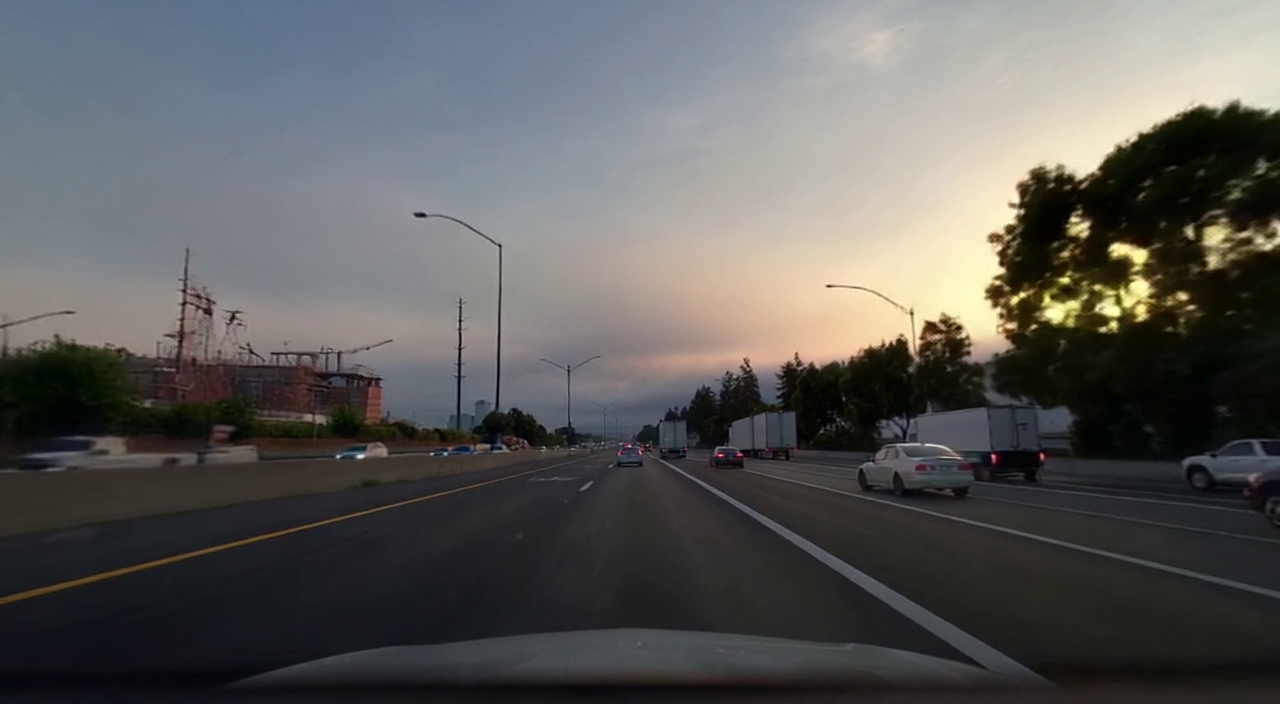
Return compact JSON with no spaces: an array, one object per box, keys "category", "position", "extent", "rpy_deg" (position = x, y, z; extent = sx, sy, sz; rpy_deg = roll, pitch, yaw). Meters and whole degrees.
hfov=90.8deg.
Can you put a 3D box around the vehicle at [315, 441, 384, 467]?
[{"category":"vehicle","position":[-20.379,7.178,44.608],"extent":[2.104,1.695,5.702],"rpy_deg":[0,-9,0]}]

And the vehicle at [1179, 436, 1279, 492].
[{"category":"vehicle","position":[22.654,3.922,22.290],"extent":[2.150,1.866,5.885],"rpy_deg":[0,-9,2]}]

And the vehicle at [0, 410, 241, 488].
[{"category":"vehicle","position":[-24.335,4.634,30.235],"extent":[2.991,2.997,11.562],"rpy_deg":[0,-9,0]}]

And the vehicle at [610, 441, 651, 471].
[{"category":"vehicle","position":[-0.509,5.799,35.329],"extent":[2.163,1.551,4.180],"rpy_deg":[0,-9,0]}]

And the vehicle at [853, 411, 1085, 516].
[{"category":"vehicle","position":[7.334,2.595,15.112],"extent":[2.369,2.007,5.700],"rpy_deg":[0,-9,-1]}]

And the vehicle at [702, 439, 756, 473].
[{"category":"vehicle","position":[4.525,5.387,32.861],"extent":[2.154,1.658,4.347],"rpy_deg":[0,-9,0]}]
